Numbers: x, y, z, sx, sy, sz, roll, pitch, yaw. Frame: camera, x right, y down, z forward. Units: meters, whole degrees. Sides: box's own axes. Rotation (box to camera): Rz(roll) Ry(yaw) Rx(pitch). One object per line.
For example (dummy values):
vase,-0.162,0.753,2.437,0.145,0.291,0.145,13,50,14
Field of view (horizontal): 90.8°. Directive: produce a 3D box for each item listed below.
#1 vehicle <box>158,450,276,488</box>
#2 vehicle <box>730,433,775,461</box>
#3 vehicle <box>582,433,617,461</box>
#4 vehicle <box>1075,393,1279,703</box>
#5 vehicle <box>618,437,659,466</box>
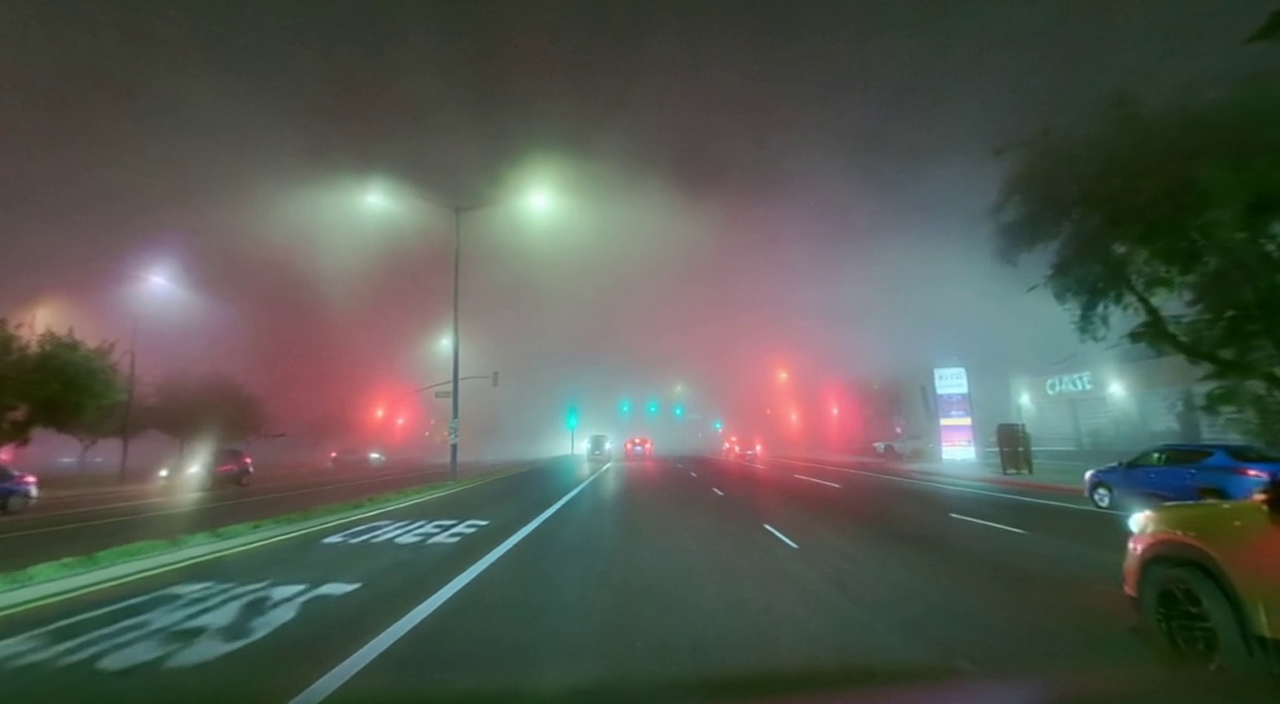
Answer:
vehicle,-18.089,4.995,27.323,1.865,1.460,4.693,0,-8,0
vehicle,7.402,6.329,41.985,2.068,1.731,4.752,0,-8,-1
vehicle,-2.756,6.594,43.959,2.064,1.825,4.760,0,-8,1
vehicle,3.733,0.775,1.764,1.861,1.473,4.393,0,-8,-1
vehicle,-0.080,5.368,34.198,2.097,1.480,4.006,0,-8,0
